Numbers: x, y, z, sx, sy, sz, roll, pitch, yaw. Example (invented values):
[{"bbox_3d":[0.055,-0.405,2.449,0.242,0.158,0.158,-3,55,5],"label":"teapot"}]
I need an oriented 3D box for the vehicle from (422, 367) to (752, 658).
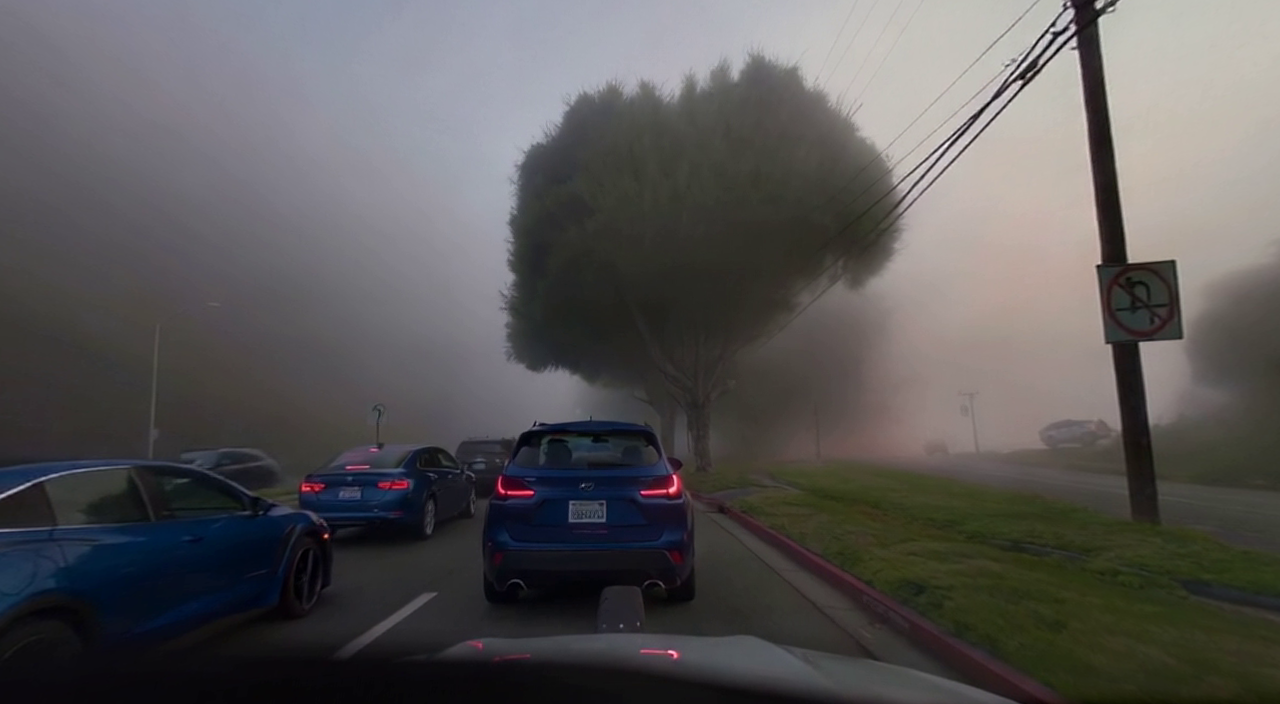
[{"bbox_3d":[-0.281,1.264,5.893,2.012,1.769,3.897,0,-8,1],"label":"vehicle"}]

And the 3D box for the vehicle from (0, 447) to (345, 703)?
[{"bbox_3d":[-3.751,1.223,3.699,1.865,1.314,4.461,0,-8,1],"label":"vehicle"}]
